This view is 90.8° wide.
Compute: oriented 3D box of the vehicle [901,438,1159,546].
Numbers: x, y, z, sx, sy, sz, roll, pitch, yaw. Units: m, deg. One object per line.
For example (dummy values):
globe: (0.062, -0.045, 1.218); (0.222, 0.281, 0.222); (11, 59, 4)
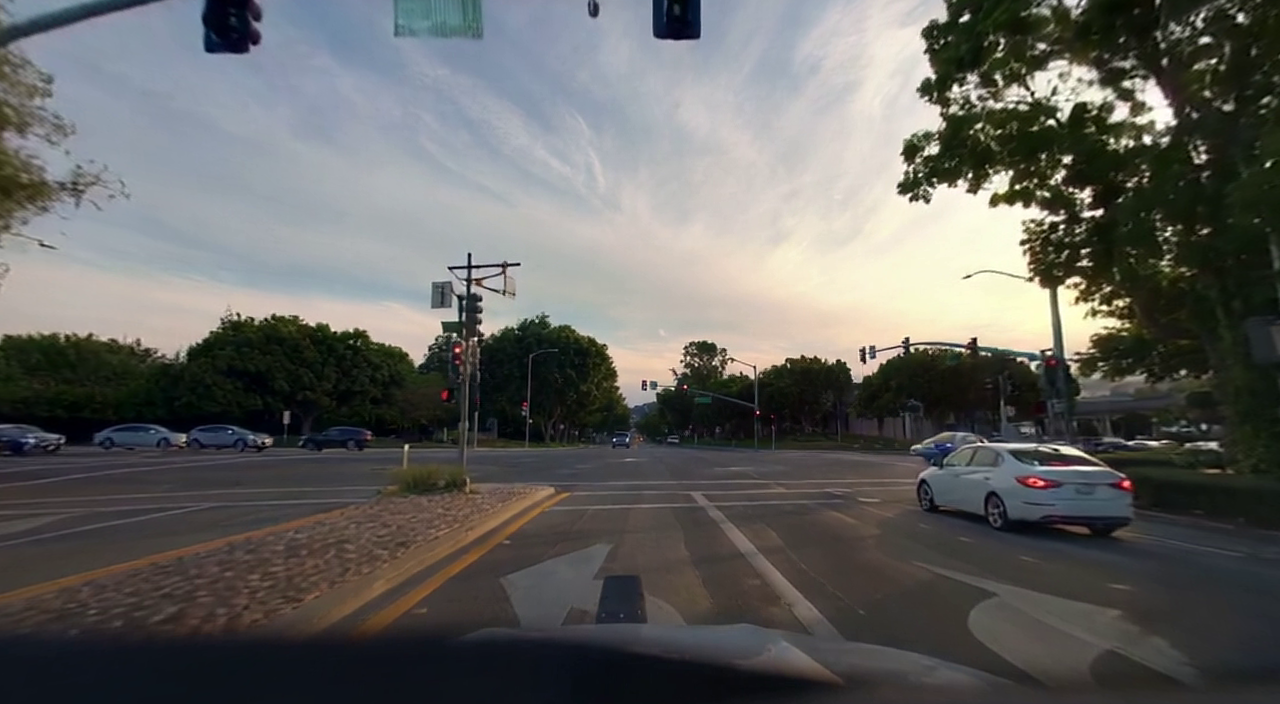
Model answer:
vehicle: (6.247, 2.237, 10.828); (1.815, 1.417, 4.125); (2, -8, 0)

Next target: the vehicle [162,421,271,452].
vehicle: (-22.467, 4.533, 33.686); (4.331, 1.544, 1.896); (3, -9, -16)

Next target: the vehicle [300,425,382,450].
vehicle: (-19.219, 5.527, 40.622); (4.683, 1.495, 2.119); (-3, -9, 23)
